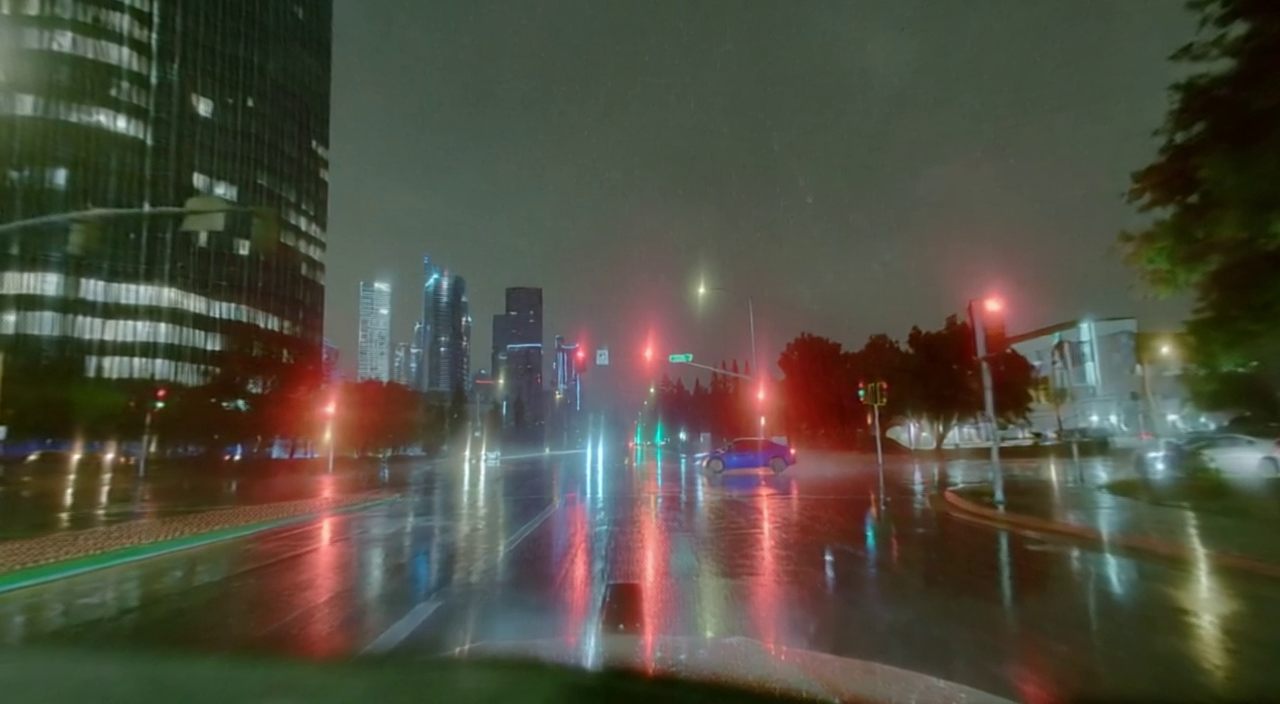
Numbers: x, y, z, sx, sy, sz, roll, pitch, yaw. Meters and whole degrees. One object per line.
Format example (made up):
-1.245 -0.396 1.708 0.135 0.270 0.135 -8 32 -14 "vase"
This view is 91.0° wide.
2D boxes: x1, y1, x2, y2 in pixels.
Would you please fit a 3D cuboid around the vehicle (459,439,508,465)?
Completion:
-11.449 7.370 46.403 2.069 1.771 4.947 0 -9 3 "vehicle"

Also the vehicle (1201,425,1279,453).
40.493 5.756 41.468 4.625 1.741 2.395 0 -9 3 "vehicle"

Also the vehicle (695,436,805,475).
4.660 4.461 27.137 4.218 1.572 2.065 1 -9 -8 "vehicle"
